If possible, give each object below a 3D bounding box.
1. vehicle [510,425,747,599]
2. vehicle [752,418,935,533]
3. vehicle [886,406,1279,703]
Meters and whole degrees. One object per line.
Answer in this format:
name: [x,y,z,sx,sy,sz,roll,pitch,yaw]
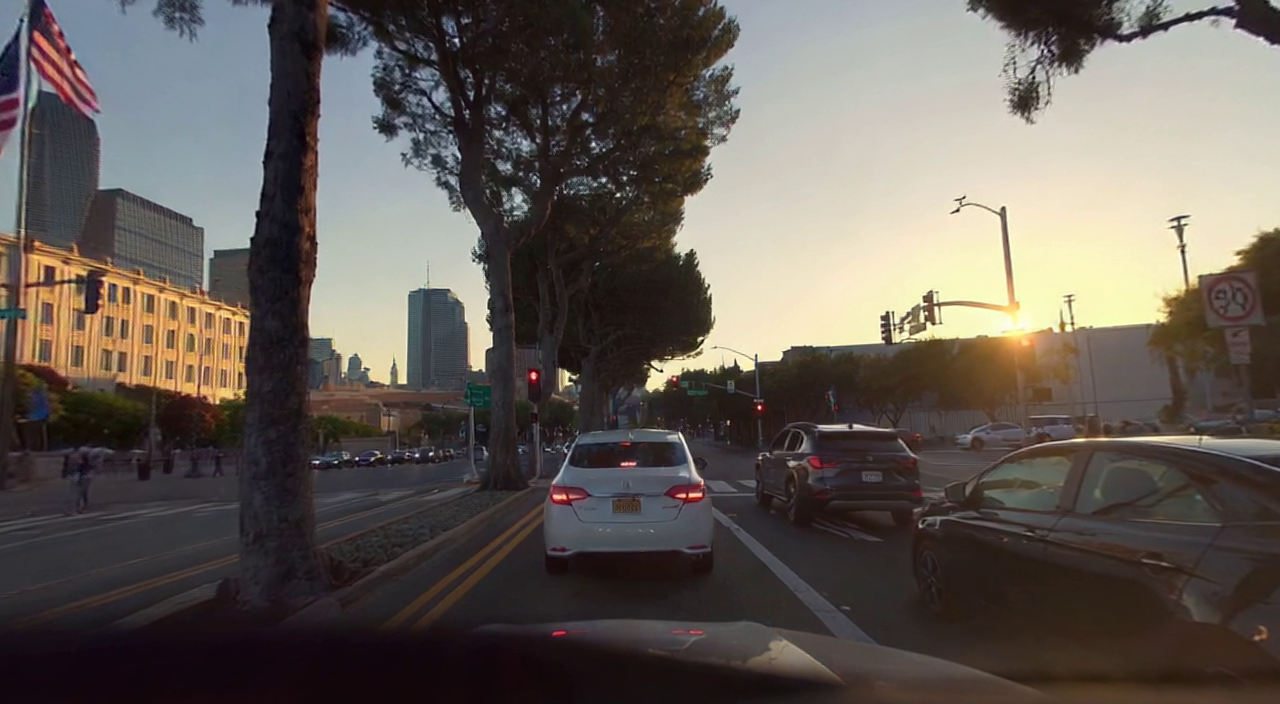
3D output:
vehicle: [-0.112,1.699,7.550,2.096,1.521,3.747,0,-8,0]
vehicle: [3.529,2.227,12.021,1.978,1.738,4.599,0,-8,1]
vehicle: [3.379,1.190,4.073,1.833,1.465,4.258,0,-8,-1]
